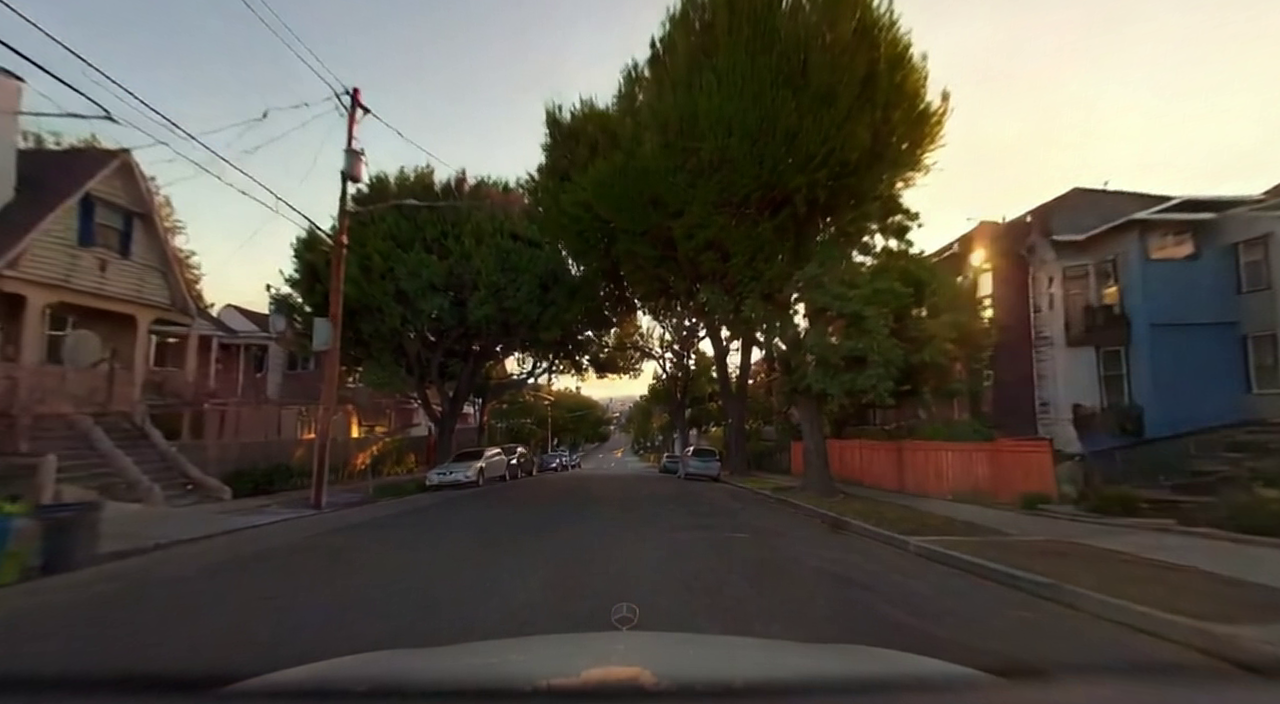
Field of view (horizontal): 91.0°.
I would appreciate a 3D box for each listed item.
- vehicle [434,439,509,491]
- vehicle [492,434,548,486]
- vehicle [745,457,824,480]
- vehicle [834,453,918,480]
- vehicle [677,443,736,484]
[{"bbox_3d":[-7.170,4.987,27.283,1.947,1.480,4.330,-3,-19,1],"label":"vehicle"},{"bbox_3d":[-7.226,6.739,38.496,2.153,1.982,6.150,-5,-19,-1],"label":"vehicle"},{"bbox_3d":[9.802,7.929,42.981,4.850,1.506,1.971,0,-8,0],"label":"vehicle"},{"bbox_3d":[13.680,6.651,36.655,4.107,1.481,1.831,0,-8,-2],"label":"vehicle"},{"bbox_3d":[3.083,5.292,30.333,2.159,1.760,5.345,0,-8,-1],"label":"vehicle"}]
